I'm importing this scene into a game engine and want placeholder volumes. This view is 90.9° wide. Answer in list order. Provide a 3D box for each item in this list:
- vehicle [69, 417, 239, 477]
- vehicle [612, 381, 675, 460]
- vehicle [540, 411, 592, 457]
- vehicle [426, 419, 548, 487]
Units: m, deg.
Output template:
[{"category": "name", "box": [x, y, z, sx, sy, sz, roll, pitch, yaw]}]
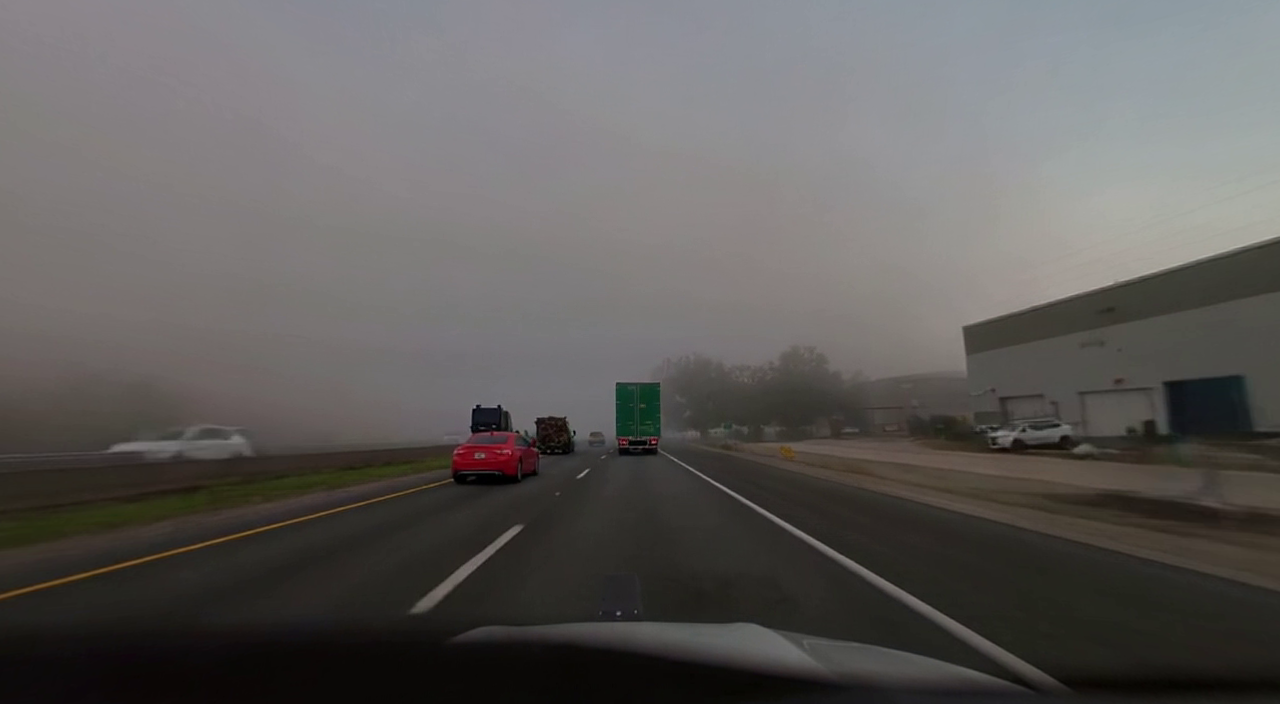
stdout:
[{"category": "vehicle", "box": [-15.036, 2.957, 19.862, 2.059, 1.679, 4.241, 1, -8, -2]}, {"category": "vehicle", "box": [0.071, 4.225, 37.753, 3.259, 4.066, 9.891, 0, -8, -1]}, {"category": "vehicle", "box": [-4.620, 5.305, 40.623, 2.717, 2.714, 6.997, 0, -8, -1]}, {"category": "vehicle", "box": [-4.001, 2.741, 17.514, 2.005, 1.602, 5.131, 0, -8, 1]}]
